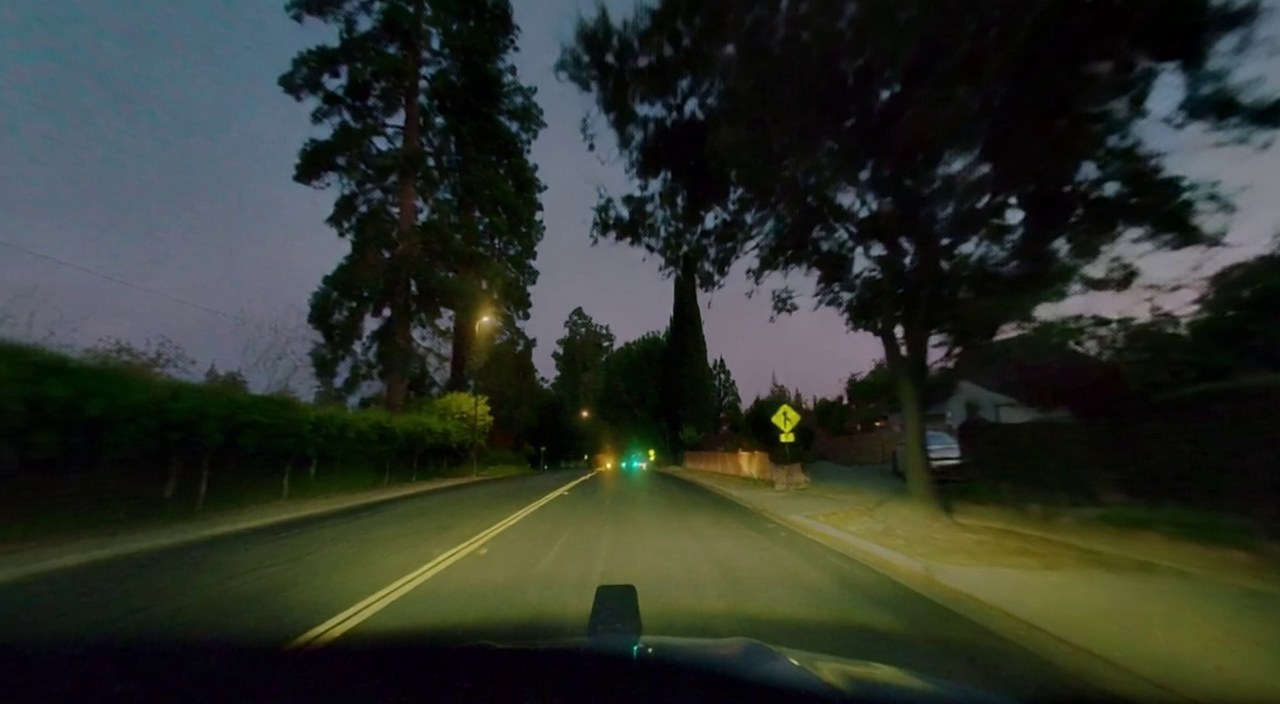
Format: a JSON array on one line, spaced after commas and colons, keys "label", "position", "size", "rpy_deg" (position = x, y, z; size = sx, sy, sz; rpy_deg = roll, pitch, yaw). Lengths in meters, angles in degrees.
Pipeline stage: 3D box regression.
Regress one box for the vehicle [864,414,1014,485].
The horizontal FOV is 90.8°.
[{"label": "vehicle", "position": [9.771, 3.282, 21.435], "size": [2.335, 2.028, 6.172], "rpy_deg": [0, -9, 3]}]
